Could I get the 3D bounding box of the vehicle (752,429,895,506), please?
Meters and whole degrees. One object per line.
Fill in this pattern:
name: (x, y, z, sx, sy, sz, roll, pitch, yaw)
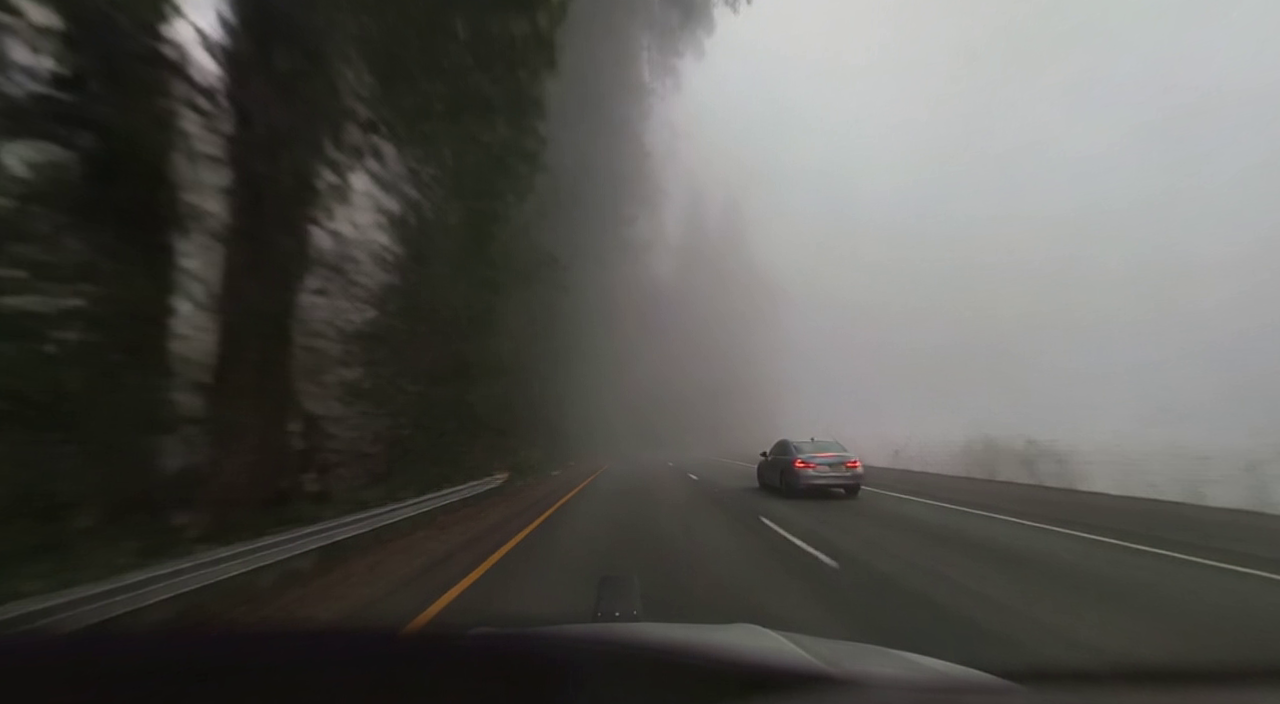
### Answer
vehicle: (4.148, 2.680, 15.150, 1.905, 1.525, 4.719, 0, -8, -1)
